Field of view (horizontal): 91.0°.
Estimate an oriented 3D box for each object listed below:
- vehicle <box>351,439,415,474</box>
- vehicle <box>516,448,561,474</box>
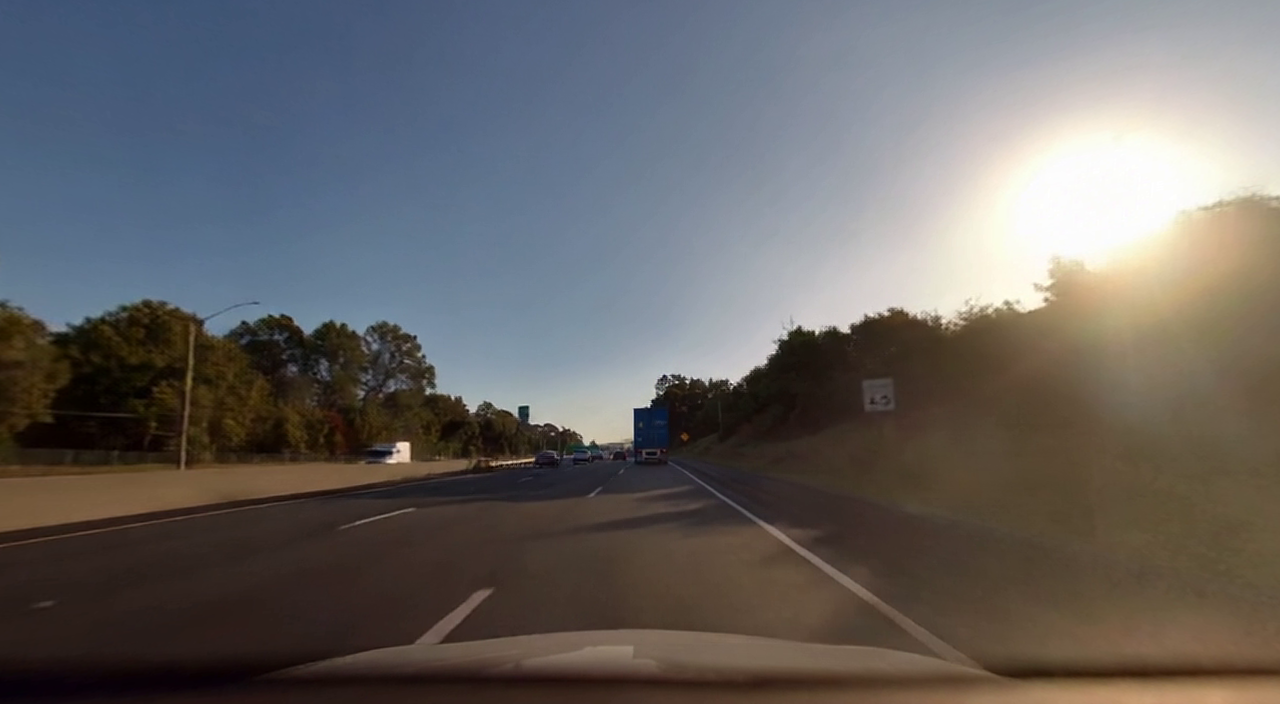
[{"bbox_3d":[-19.889,8.112,49.102,2.292,2.558,5.893,0,-9,2],"label":"vehicle"},{"bbox_3d":[-6.428,6.946,40.399,2.017,1.517,4.766,0,-9,1],"label":"vehicle"}]
